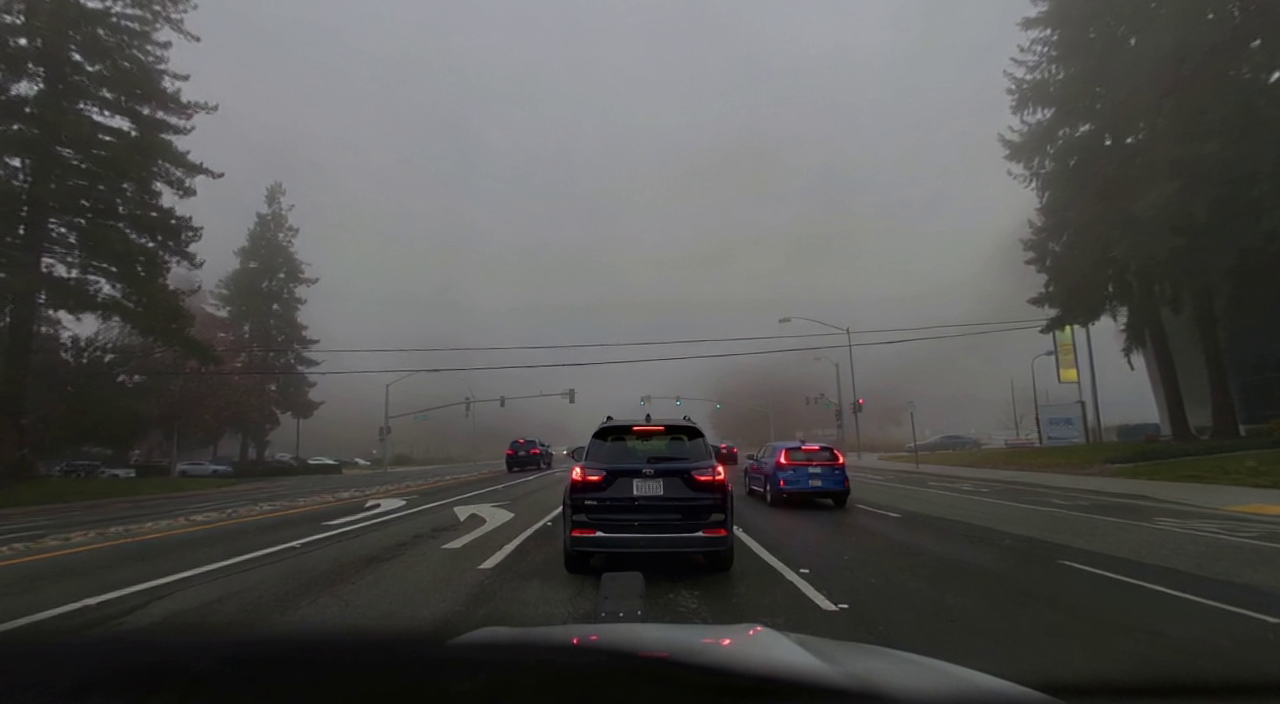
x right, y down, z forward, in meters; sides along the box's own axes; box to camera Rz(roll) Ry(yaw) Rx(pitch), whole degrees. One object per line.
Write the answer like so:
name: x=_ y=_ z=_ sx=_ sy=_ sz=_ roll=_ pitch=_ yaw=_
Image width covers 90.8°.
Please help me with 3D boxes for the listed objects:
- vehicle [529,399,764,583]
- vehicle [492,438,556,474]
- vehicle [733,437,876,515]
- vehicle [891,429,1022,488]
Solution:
vehicle: x=0.055 y=1.657 z=8.269 sx=2.266 sy=1.762 sz=4.131 roll=0 pitch=-9 yaw=0
vehicle: x=-6.330 y=5.768 z=35.225 sx=2.555 sy=1.819 sz=5.145 roll=0 pitch=-9 yaw=0
vehicle: x=3.485 y=2.704 z=14.338 sx=1.997 sy=1.471 sz=4.321 roll=0 pitch=-9 yaw=-1
vehicle: x=10.840 y=3.693 z=22.137 sx=2.123 sy=1.812 sz=4.553 roll=0 pitch=-9 yaw=-1
